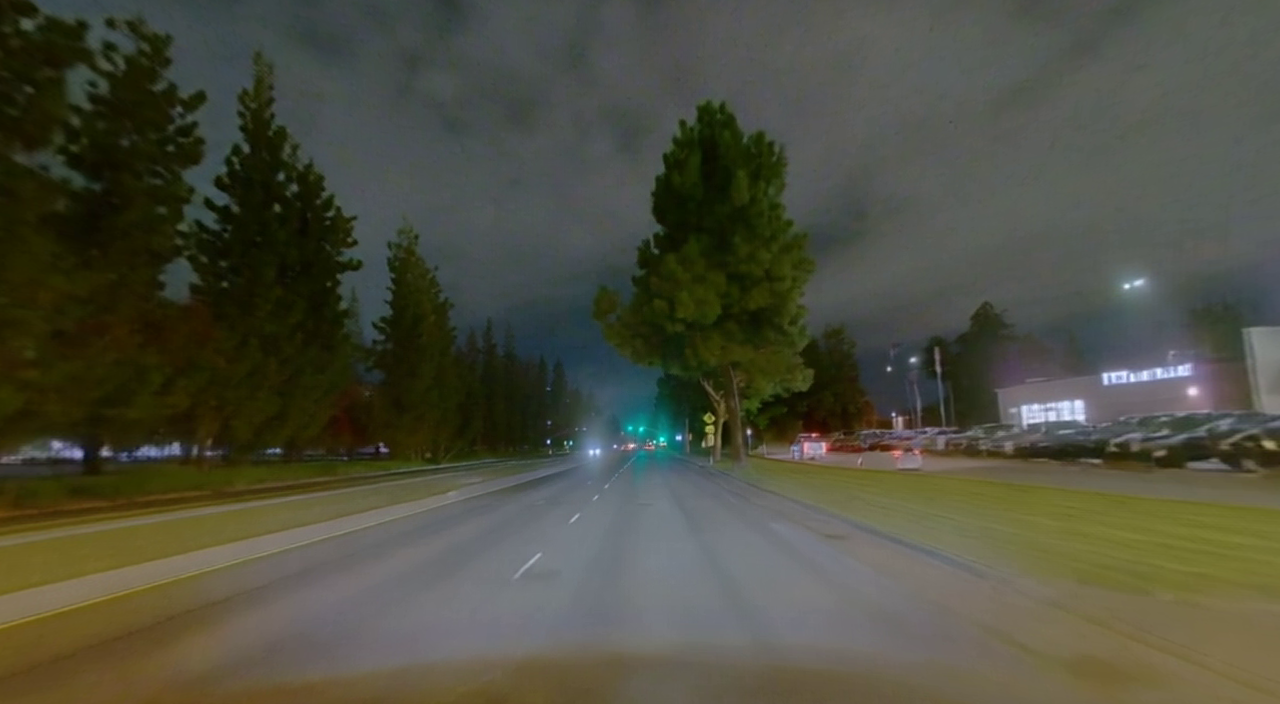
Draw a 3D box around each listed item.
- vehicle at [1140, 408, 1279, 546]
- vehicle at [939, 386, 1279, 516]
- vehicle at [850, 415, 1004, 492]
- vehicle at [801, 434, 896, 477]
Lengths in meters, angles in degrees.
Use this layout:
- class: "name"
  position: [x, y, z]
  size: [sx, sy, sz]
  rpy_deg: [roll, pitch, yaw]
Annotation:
- class: "vehicle"
  position: [7.873, 1.229, 6.145]
  size: [2.056, 1.449, 4.679]
  rpy_deg: [-1, -8, -1]
- class: "vehicle"
  position: [7.823, 1.829, 11.498]
  size: [2.043, 1.791, 5.339]
  rpy_deg: [0, -10, -1]
- class: "vehicle"
  position: [8.144, 2.951, 18.533]
  size: [2.235, 1.899, 4.827]
  rpy_deg: [-1, -8, 0]
- class: "vehicle"
  position: [8.096, 4.072, 25.029]
  size: [1.993, 1.476, 4.821]
  rpy_deg: [0, -8, -2]
